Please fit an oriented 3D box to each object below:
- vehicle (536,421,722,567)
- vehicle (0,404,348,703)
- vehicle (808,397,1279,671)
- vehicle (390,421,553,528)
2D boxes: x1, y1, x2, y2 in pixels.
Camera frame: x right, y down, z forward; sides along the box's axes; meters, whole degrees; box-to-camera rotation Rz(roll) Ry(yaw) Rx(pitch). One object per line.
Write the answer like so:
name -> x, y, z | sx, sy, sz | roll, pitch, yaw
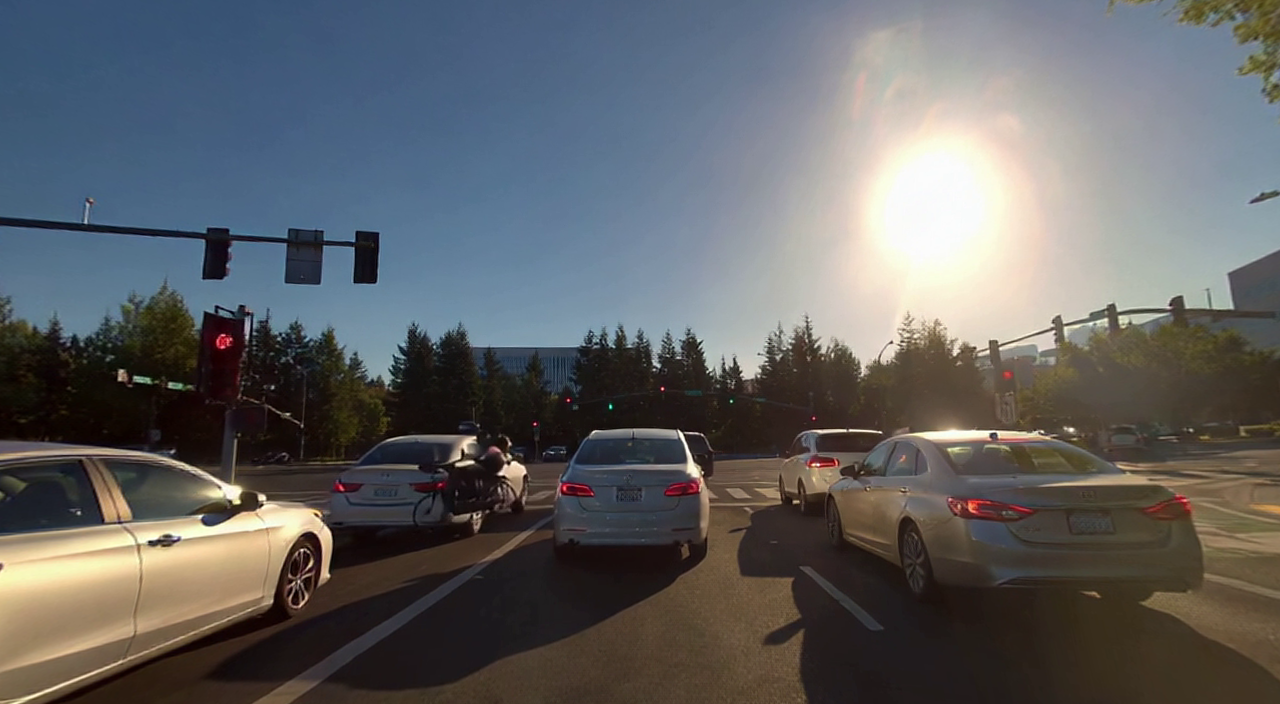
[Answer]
vehicle -> -0.090, 1.899, 9.139 | 2.106, 1.655, 3.717 | 0, -8, 1
vehicle -> -3.340, 1.001, 2.708 | 1.863, 1.495, 4.667 | 0, -8, 1
vehicle -> 3.240, 1.440, 6.159 | 2.006, 1.659, 4.462 | 0, -8, 0
vehicle -> -3.178, 2.419, 13.021 | 2.048, 1.805, 4.405 | 0, -8, 1
